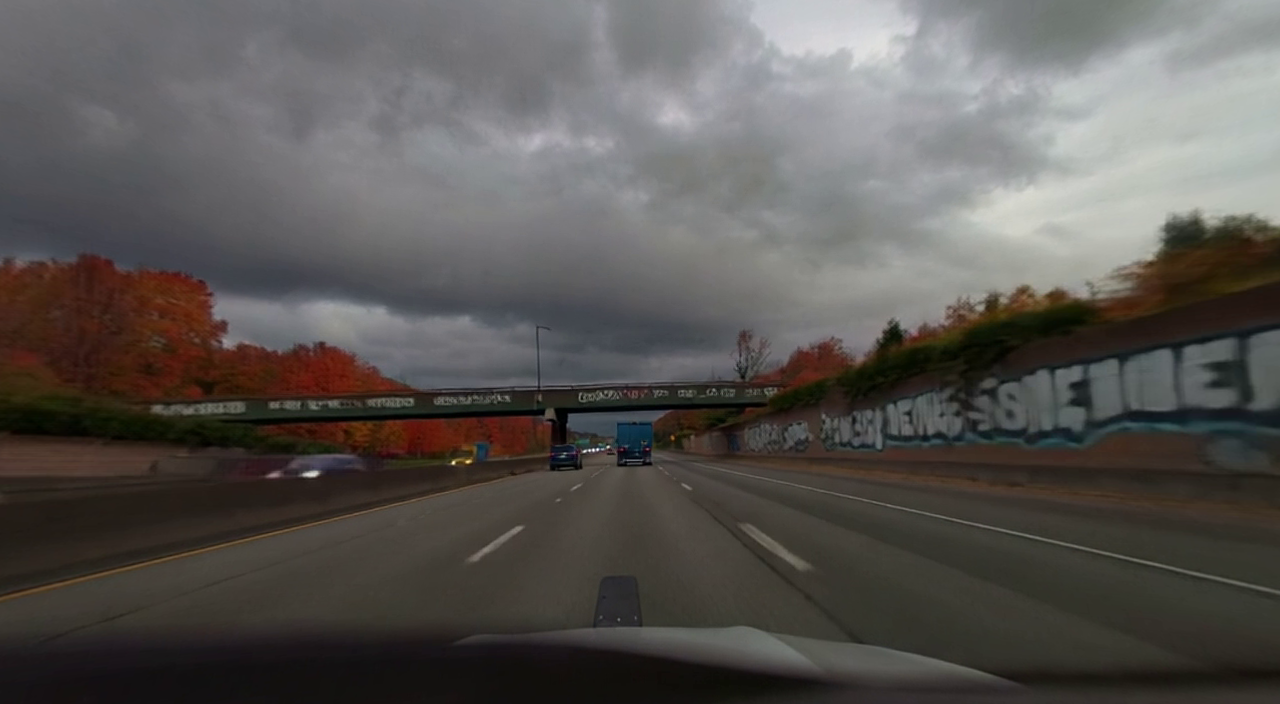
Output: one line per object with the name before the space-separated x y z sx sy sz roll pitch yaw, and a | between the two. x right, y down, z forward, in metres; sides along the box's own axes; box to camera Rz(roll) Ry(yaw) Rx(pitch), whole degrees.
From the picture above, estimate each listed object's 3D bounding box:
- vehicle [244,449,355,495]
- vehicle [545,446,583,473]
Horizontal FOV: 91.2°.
vehicle | -13.735 4.828 25.679 1.890 1.706 4.618 0 -9 1
vehicle | -4.485 6.442 37.679 1.892 1.529 3.996 0 -9 -1
